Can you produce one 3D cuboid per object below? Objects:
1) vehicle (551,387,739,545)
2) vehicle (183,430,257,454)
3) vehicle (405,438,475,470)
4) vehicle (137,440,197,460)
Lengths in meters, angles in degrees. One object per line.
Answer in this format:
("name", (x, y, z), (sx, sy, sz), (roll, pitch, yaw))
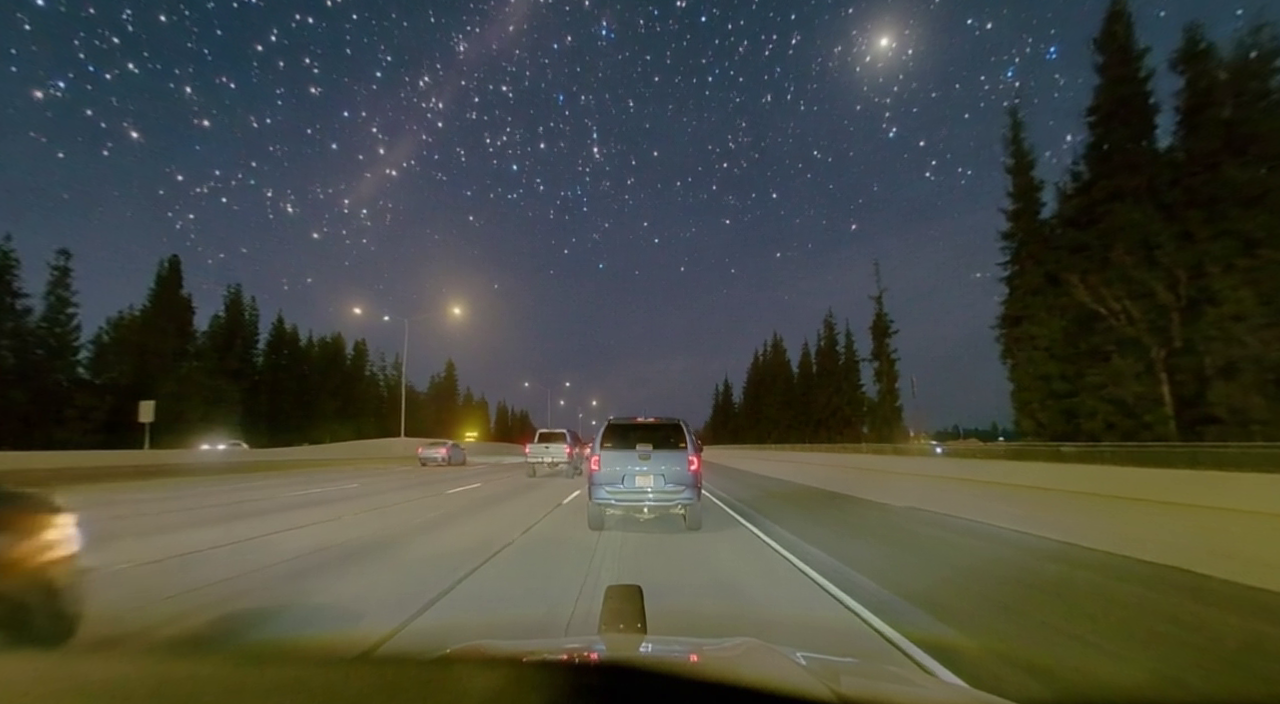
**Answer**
("vehicle", (0.069, 1.818, 10.519), (2.395, 2.013, 4.734), (0, -9, 0))
("vehicle", (-29.679, 6.390, 44.707), (2.125, 1.572, 4.385), (-1, -9, 2))
("vehicle", (-10.245, 5.275, 32.756), (2.002, 1.484, 4.798), (0, -9, 1))
("vehicle", (-33.565, 6.982, 44.863), (1.488, 1.366, 3.409), (-1, -9, 3))
